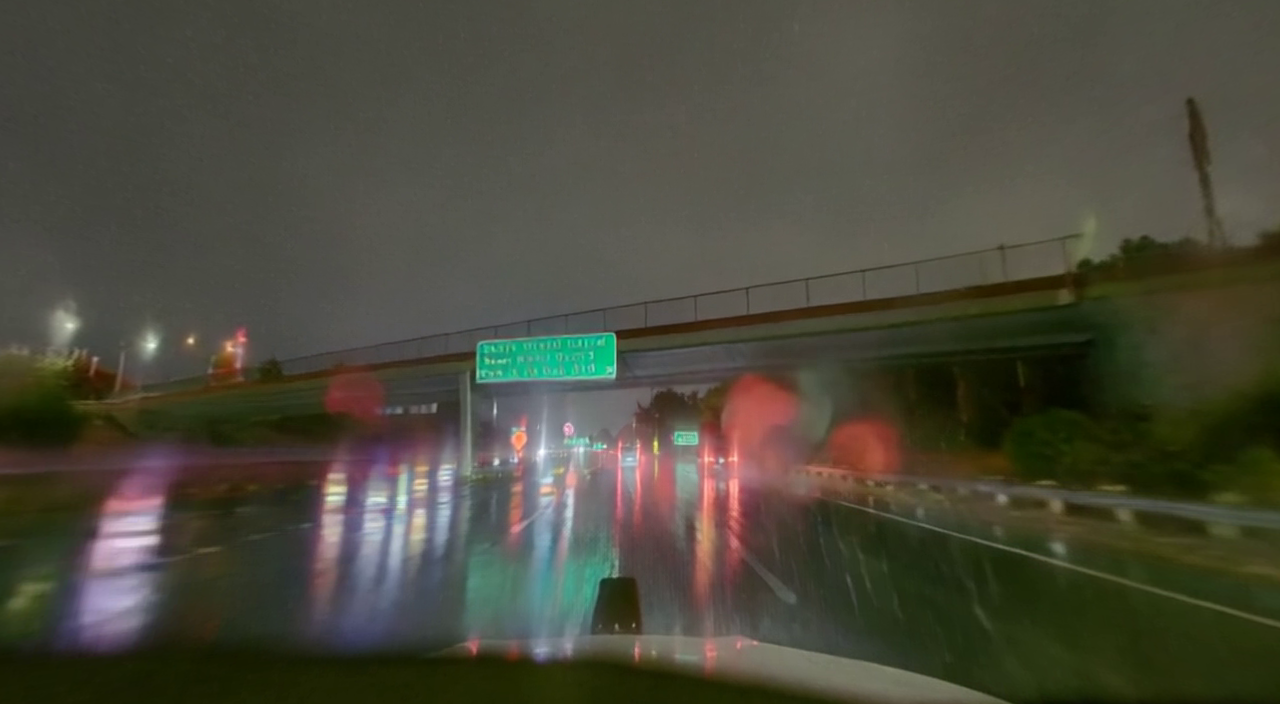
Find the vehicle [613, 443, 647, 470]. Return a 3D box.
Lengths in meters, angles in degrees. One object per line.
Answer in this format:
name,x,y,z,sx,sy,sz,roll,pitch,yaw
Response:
vehicle,-0.622,6.707,40.686,2.109,1.638,3.856,0,-9,-1

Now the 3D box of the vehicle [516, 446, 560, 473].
vehicle,-6.140,6.516,38.582,1.997,1.507,4.248,0,-9,-1
